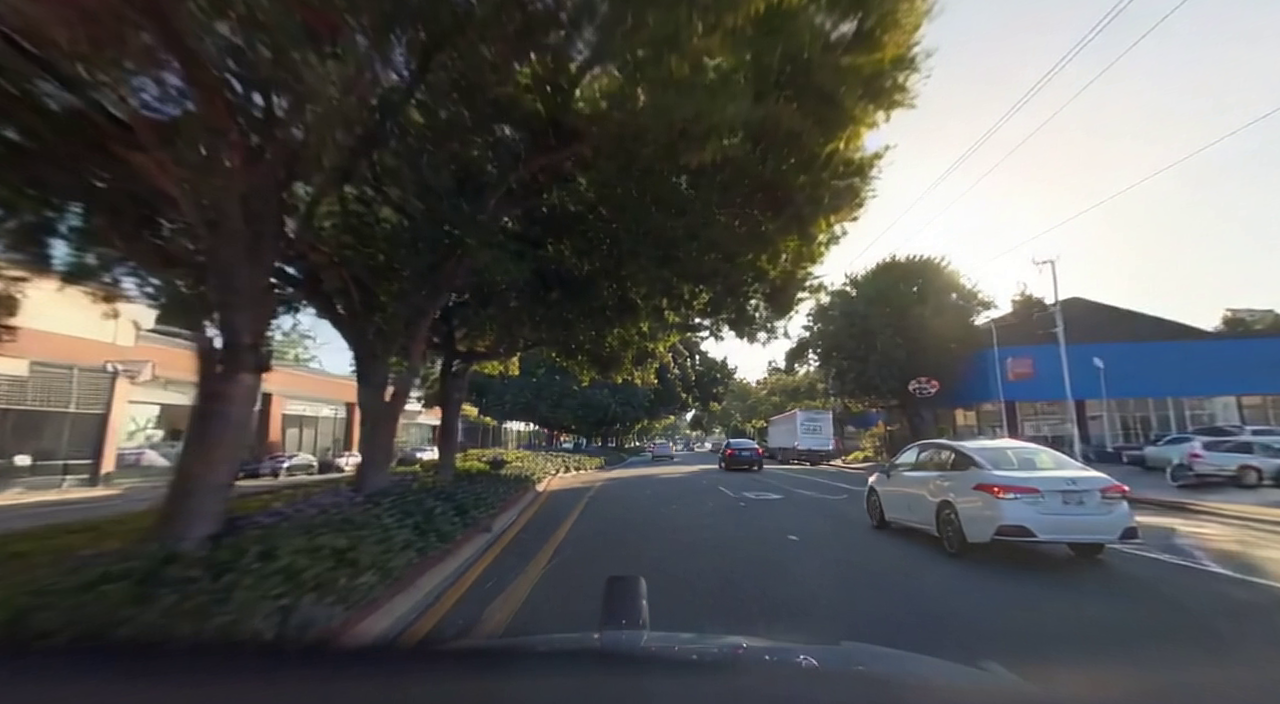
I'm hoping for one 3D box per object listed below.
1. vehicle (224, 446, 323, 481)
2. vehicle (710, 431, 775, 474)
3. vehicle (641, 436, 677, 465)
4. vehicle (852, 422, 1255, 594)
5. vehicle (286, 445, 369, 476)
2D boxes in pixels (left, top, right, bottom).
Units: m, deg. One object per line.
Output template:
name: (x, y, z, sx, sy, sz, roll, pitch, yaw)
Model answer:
vehicle: (-18.376, 5.579, 31.812, 1.947, 1.580, 4.857, 0, -8, 2)
vehicle: (4.357, 4.348, 27.289, 2.115, 1.692, 4.189, 0, -8, 0)
vehicle: (1.156, 6.047, 38.753, 2.098, 1.682, 3.778, 0, -8, 1)
vehicle: (4.332, 1.676, 7.710, 1.908, 1.463, 4.506, 0, -8, 1)
vehicle: (-18.223, 6.330, 36.936, 2.311, 1.615, 4.868, 0, -8, 1)
